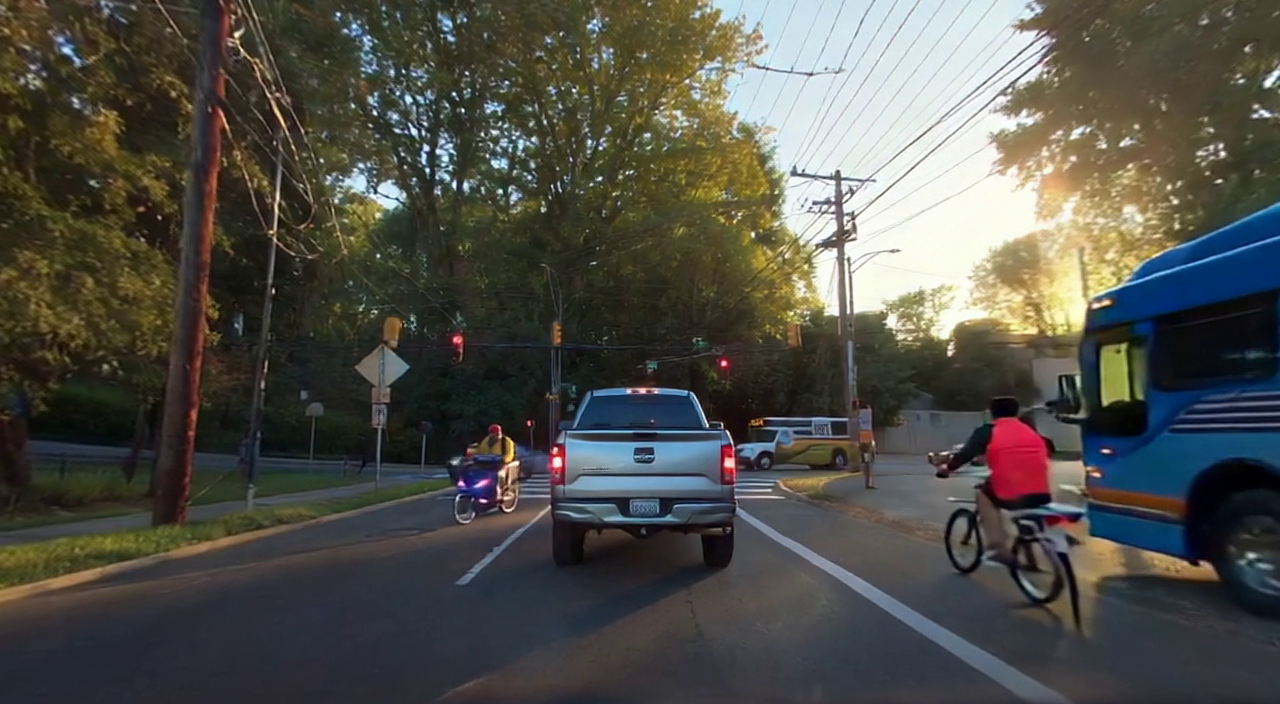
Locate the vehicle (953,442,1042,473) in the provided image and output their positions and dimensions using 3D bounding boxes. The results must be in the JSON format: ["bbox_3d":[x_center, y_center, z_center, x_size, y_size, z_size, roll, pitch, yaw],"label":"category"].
[{"bbox_3d":[25.179,7.426,44.595,5.077,2.008,1.991,2,-9,-3],"label":"vehicle"}]

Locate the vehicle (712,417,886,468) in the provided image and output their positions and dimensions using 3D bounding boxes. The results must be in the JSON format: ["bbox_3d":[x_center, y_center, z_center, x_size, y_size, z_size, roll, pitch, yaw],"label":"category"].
[{"bbox_3d":[10.364,6.049,42.129,10.726,3.128,3.003,-1,-8,0],"label":"vehicle"}]

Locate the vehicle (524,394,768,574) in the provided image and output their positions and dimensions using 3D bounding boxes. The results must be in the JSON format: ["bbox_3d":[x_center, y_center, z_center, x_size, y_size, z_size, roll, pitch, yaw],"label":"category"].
[{"bbox_3d":[-0.001,1.868,9.864,2.707,1.964,5.485,0,-8,-1],"label":"vehicle"}]

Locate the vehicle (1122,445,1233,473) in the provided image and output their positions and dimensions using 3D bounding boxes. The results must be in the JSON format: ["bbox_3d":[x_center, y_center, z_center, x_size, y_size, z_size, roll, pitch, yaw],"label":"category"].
[{"bbox_3d":[34.966,6.964,41.186,5.426,1.728,1.999,0,-8,-2],"label":"vehicle"}]

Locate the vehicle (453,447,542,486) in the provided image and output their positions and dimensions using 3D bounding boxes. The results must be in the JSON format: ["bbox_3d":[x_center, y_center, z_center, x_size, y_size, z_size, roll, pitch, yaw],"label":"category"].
[{"bbox_3d":[-6.257,5.073,28.305,1.935,1.490,4.578,-4,-8,16],"label":"vehicle"}]
